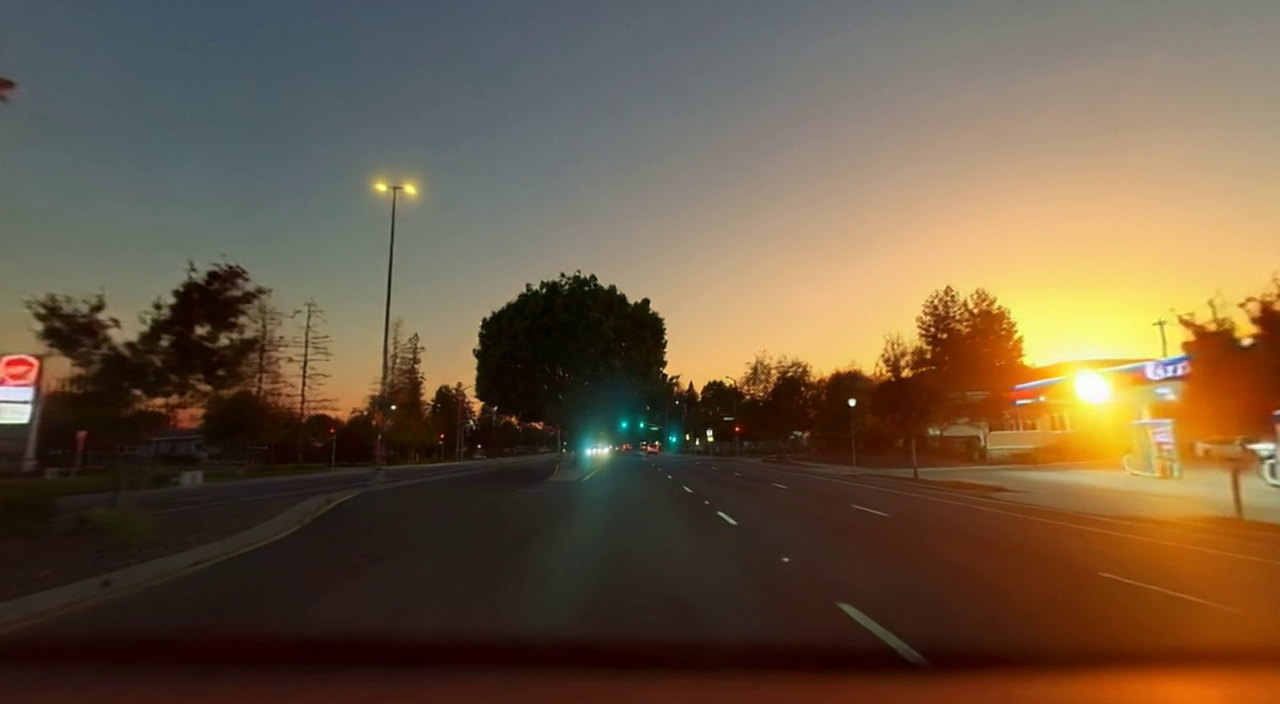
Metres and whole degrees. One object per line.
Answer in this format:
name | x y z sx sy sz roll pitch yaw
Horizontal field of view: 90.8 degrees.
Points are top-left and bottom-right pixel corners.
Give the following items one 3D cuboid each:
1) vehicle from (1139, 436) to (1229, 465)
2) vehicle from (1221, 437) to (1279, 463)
vehicle | 31.076 5.641 36.225 1.591 1.491 4.005 -2 -9 1
vehicle | 36.741 5.731 36.970 1.665 1.442 3.759 0 -8 -4
